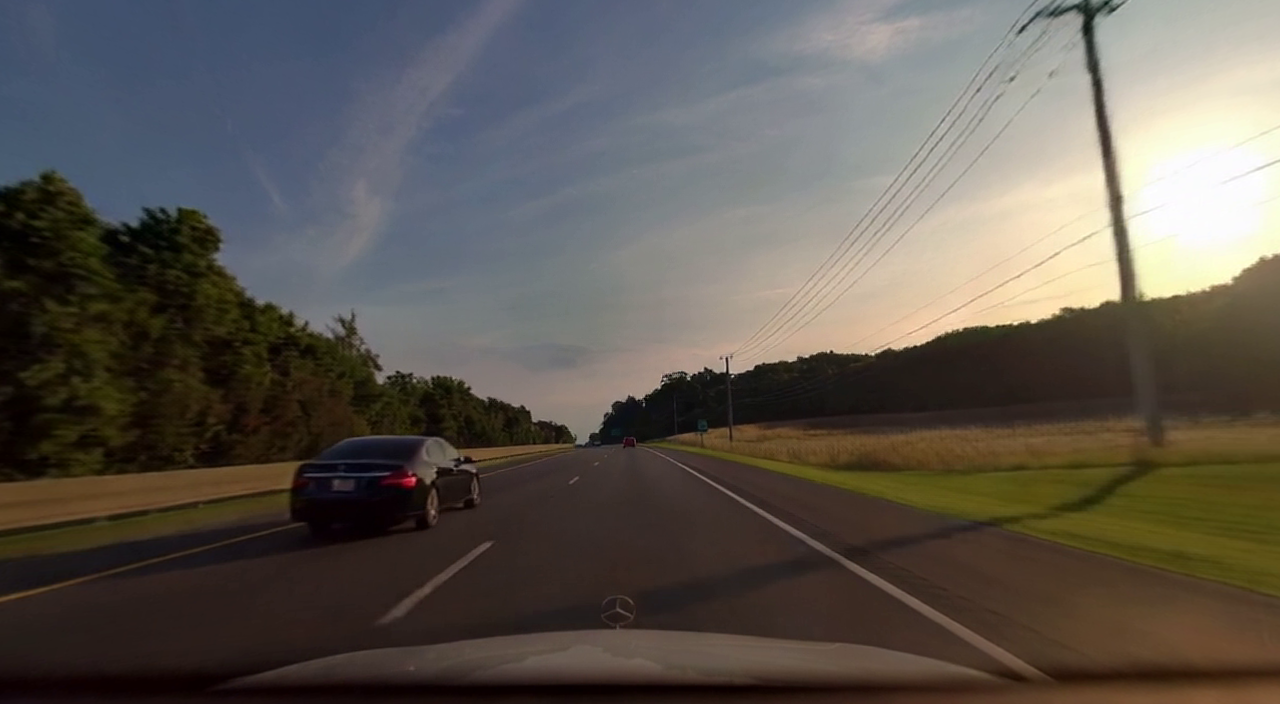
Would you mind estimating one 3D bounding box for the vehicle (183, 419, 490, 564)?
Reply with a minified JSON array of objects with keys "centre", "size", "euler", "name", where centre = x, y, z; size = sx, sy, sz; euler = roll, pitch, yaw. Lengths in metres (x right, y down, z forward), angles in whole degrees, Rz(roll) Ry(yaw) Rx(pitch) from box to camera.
[{"centre":[-3.805,1.810,9.126],"size":[2.150,1.532,4.671],"euler":[0,-8,0],"name":"vehicle"}]
